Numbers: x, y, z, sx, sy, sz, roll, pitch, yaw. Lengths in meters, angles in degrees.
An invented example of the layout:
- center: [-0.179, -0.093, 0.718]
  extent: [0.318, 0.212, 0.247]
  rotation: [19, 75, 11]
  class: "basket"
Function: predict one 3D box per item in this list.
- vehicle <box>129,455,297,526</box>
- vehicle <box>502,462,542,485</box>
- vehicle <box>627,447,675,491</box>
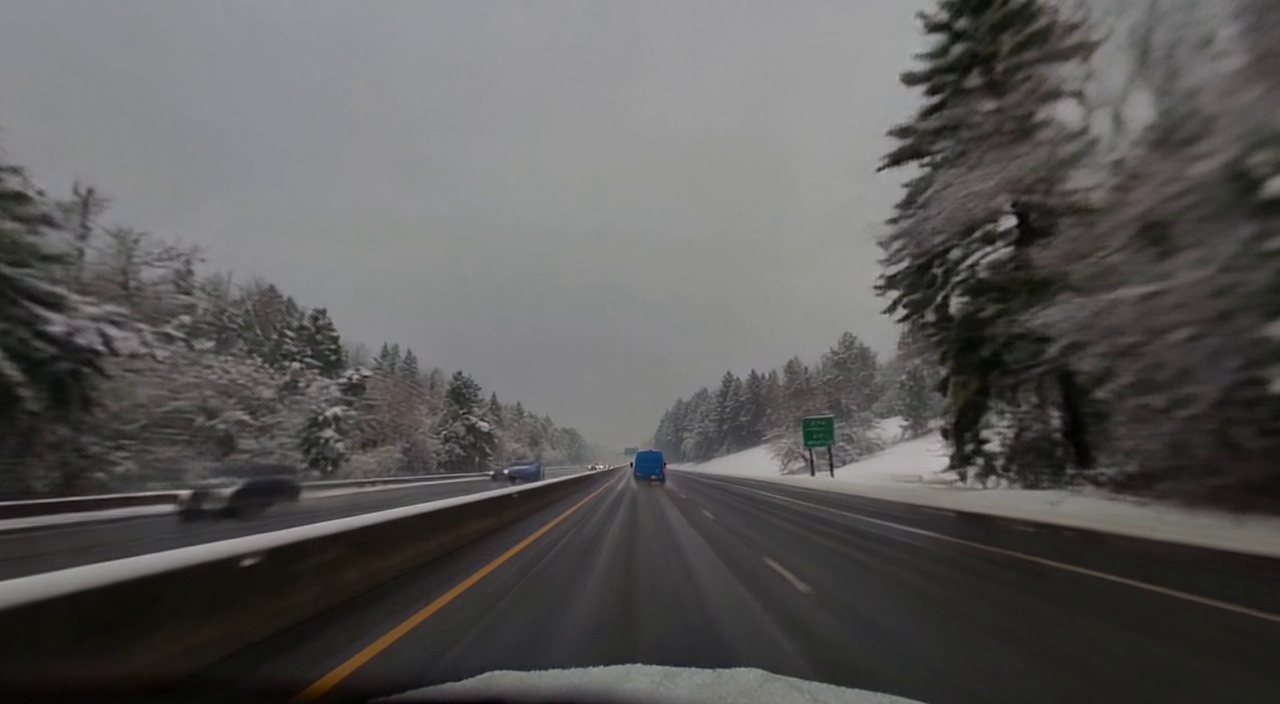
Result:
- center: [-12.622, 4.116, 19.048]
  extent: [2.101, 1.841, 4.167]
  rotation: [1, -11, -1]
  class: "vehicle"
- center: [-8.265, 8.569, 44.440]
  extent: [1.980, 1.534, 4.116]
  rotation: [1, -11, 0]
  class: "vehicle"
- center: [0.508, 6.421, 34.648]
  extent: [2.429, 2.167, 4.558]
  rotation: [1, -11, -1]
  class: "vehicle"
